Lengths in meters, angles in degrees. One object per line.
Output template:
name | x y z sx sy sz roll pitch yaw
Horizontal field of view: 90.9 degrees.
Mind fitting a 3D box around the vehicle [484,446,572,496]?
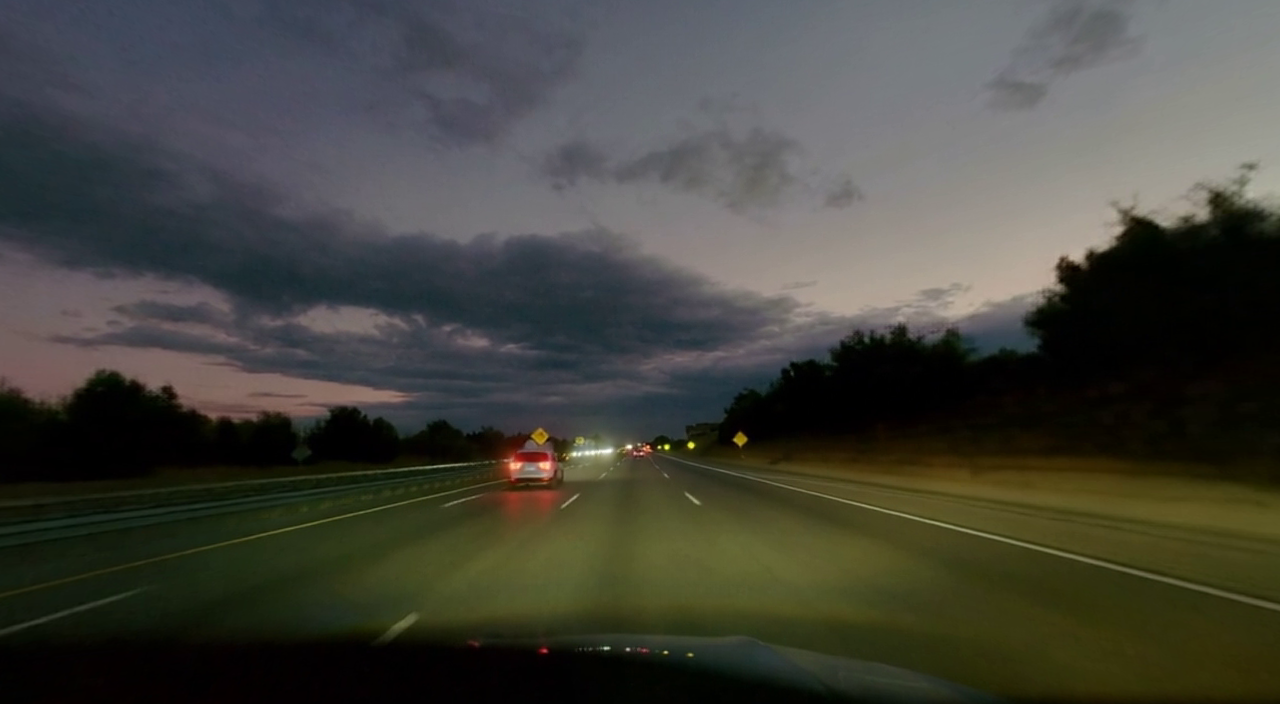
vehicle | -3.589 3.926 21.163 2.054 1.475 4.708 0 -9 0
